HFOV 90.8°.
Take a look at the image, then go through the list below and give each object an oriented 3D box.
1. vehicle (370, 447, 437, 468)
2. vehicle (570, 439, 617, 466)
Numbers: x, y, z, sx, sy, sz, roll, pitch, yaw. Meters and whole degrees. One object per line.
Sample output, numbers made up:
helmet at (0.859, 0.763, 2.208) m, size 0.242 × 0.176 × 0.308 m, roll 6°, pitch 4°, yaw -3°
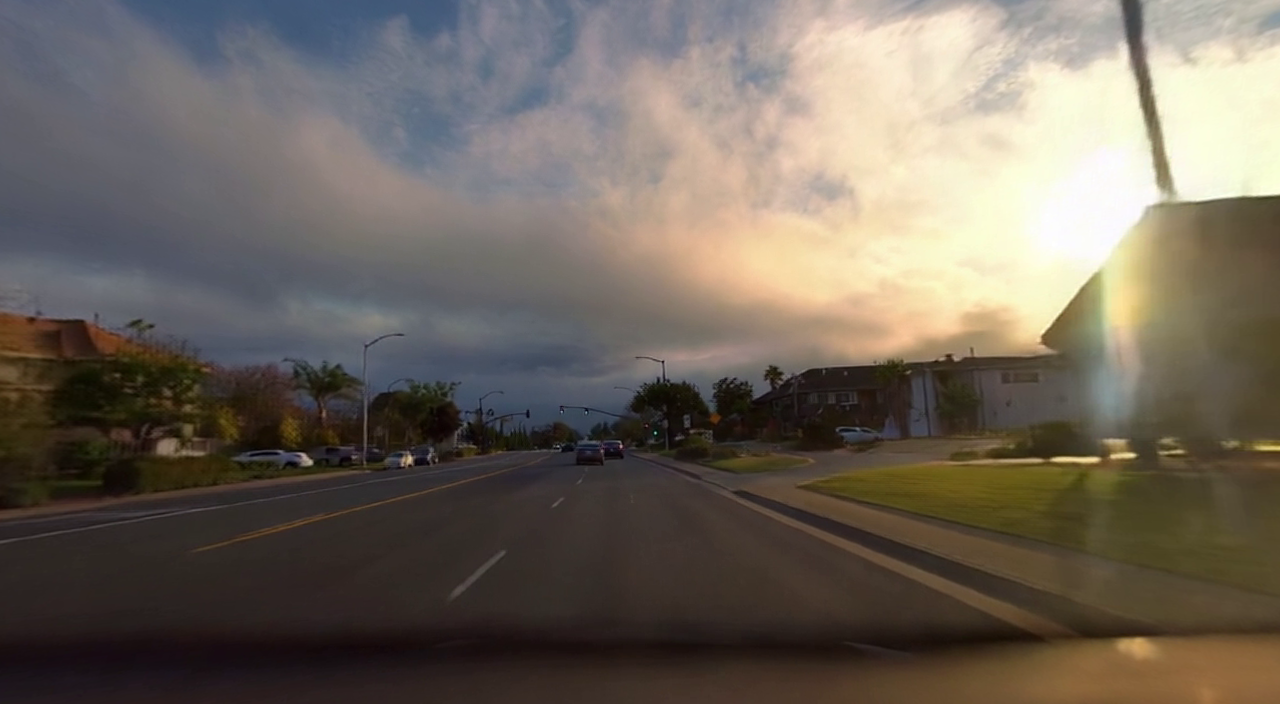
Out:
vehicle at (-18.154, 8.067, 48.451) m, size 4.784 × 1.487 × 1.903 m, roll -4°, pitch -9°, yaw 23°
vehicle at (-2.751, 6.097, 38.370) m, size 2.060 × 1.526 × 3.859 m, roll -1°, pitch -9°, yaw 7°
